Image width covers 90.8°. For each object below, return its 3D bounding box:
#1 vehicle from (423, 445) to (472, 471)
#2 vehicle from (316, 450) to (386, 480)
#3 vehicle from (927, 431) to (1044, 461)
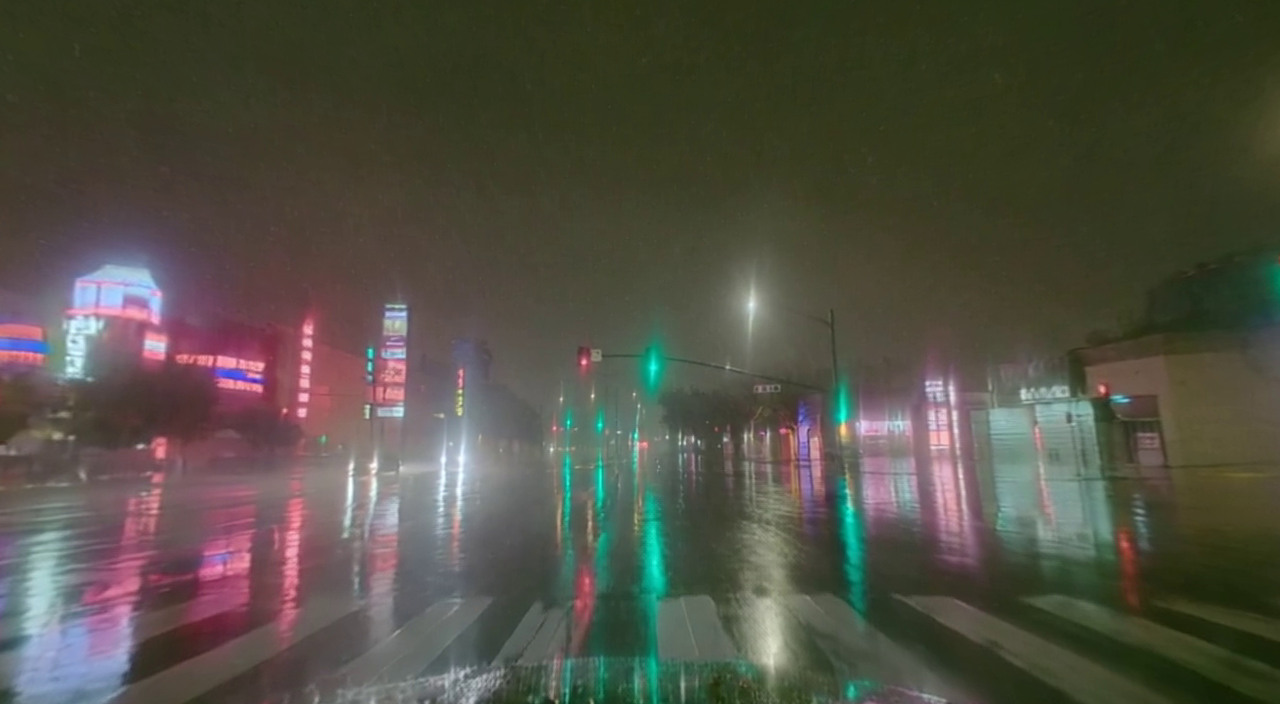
[{"bbox_3d":[-12.975,7.165,42.772,1.892,1.639,4.311,0,-8,1],"label":"vehicle"},{"bbox_3d":[-16.598,6.483,36.600,1.924,1.557,4.357,0,-8,1],"label":"vehicle"},{"bbox_3d":[20.904,5.705,38.385,5.587,1.689,2.605,0,-9,-3],"label":"vehicle"}]
